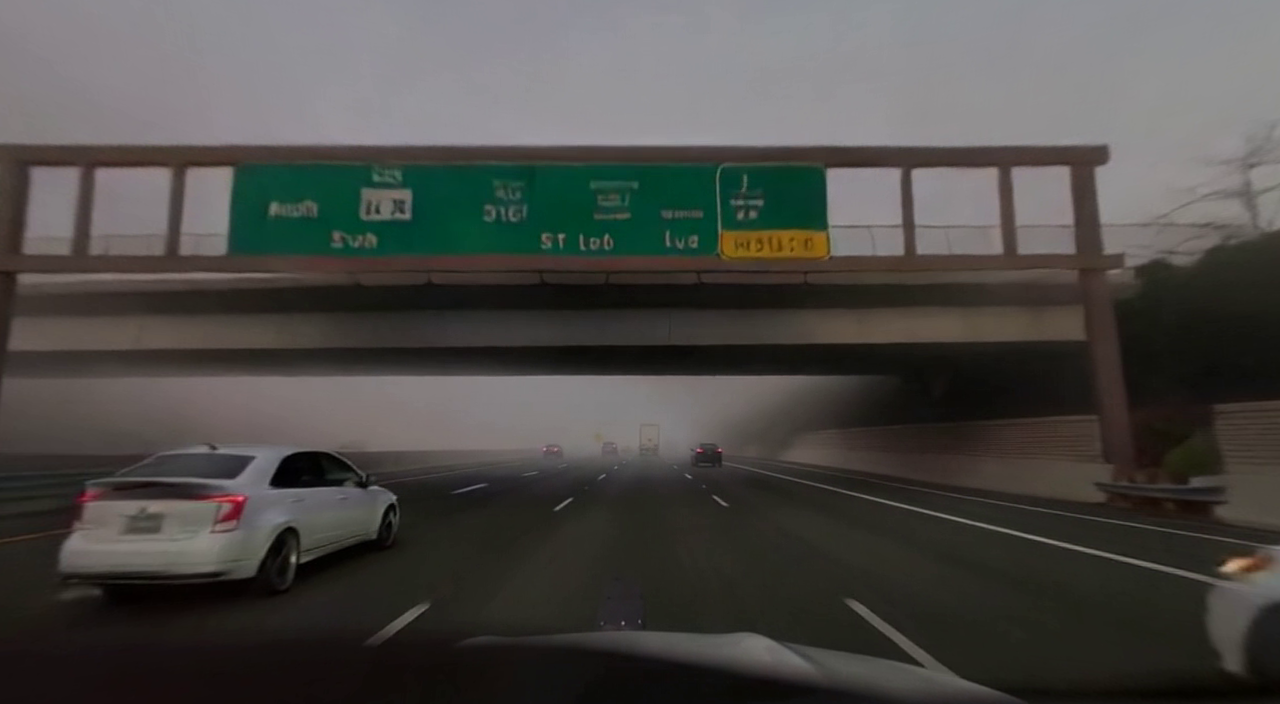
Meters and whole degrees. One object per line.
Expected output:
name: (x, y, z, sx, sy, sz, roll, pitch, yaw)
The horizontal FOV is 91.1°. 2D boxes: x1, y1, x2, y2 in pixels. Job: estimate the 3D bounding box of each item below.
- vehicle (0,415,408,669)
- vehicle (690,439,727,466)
vehicle: (-3.956, 1.425, 5.827, 1.947, 1.479, 4.114, 0, -8, 1)
vehicle: (4.474, 6.631, 41.435, 2.046, 1.655, 4.143, 0, -8, 1)
